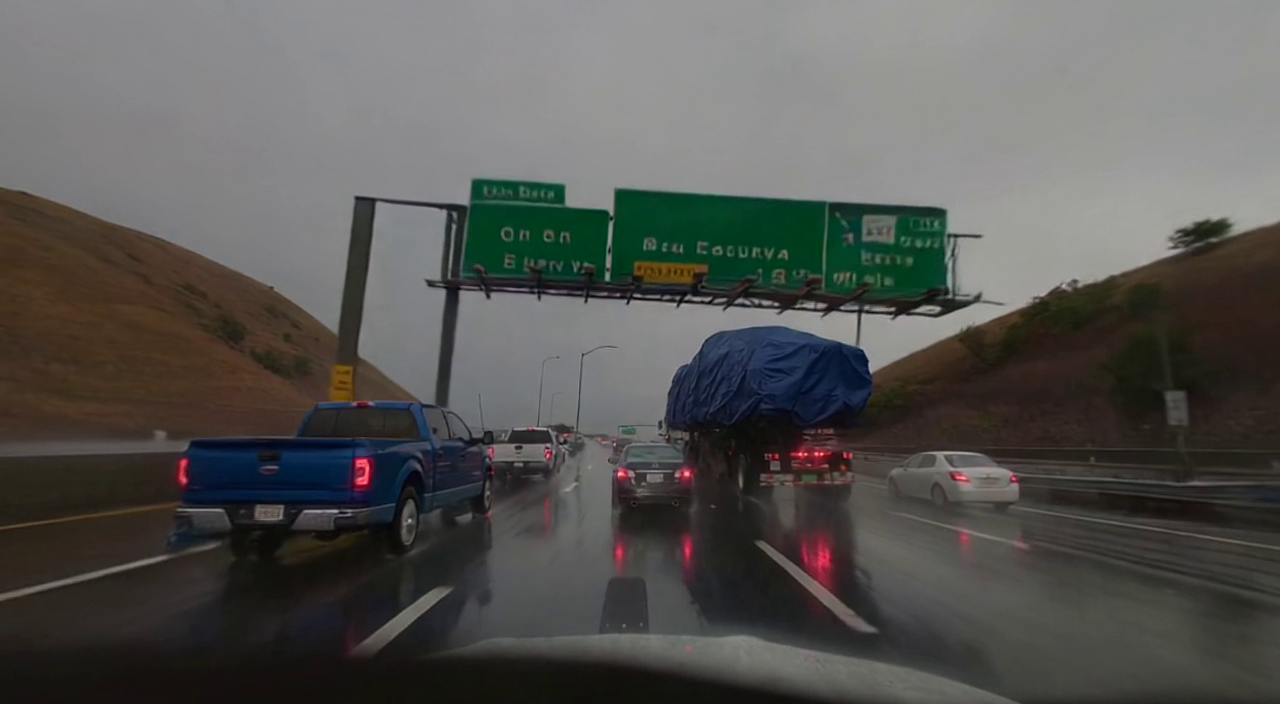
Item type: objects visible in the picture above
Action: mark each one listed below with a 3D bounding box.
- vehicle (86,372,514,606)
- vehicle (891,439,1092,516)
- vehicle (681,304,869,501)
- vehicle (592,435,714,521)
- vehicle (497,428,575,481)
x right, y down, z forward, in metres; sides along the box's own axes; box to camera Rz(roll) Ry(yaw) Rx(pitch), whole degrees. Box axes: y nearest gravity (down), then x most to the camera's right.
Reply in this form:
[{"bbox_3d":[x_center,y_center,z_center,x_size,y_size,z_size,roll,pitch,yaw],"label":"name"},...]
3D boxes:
[{"bbox_3d":[-3.304,1.492,7.877,2.318,1.902,5.374,0,-8,0],"label":"vehicle"},{"bbox_3d":[7.750,2.762,14.510,2.092,1.495,4.194,0,-8,-2],"label":"vehicle"},{"bbox_3d":[3.153,1.791,18.598,2.759,4.098,10.906,0,-8,-2],"label":"vehicle"},{"bbox_3d":[0.171,2.467,12.962,2.105,1.471,3.978,0,-8,-2],"label":"vehicle"},{"bbox_3d":[-3.833,3.910,24.324,2.348,1.821,5.061,0,-8,-2],"label":"vehicle"}]
